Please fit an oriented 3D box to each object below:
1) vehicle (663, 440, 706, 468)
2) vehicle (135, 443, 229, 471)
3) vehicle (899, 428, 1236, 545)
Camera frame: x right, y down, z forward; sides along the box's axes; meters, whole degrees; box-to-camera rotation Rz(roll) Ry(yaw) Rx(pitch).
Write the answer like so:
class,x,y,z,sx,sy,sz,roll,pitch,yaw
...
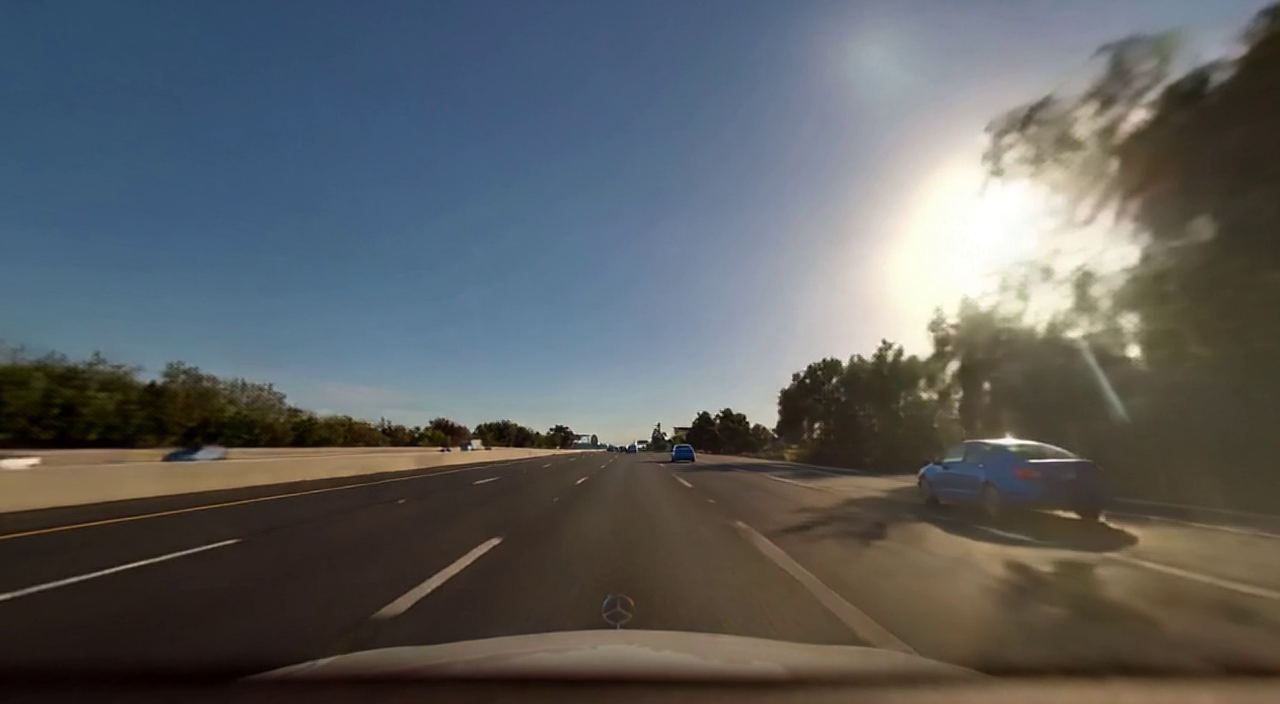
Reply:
class,x,y,z,sx,sy,sz,roll,pitch,yaw
vehicle,2.639,6.218,38.540,2.270,1.615,3.770,0,-8,-1
vehicle,-28.504,6.536,39.580,2.125,1.654,5.097,0,-8,-1
vehicle,6.697,2.154,10.919,2.227,1.522,5.041,0,-8,-1
